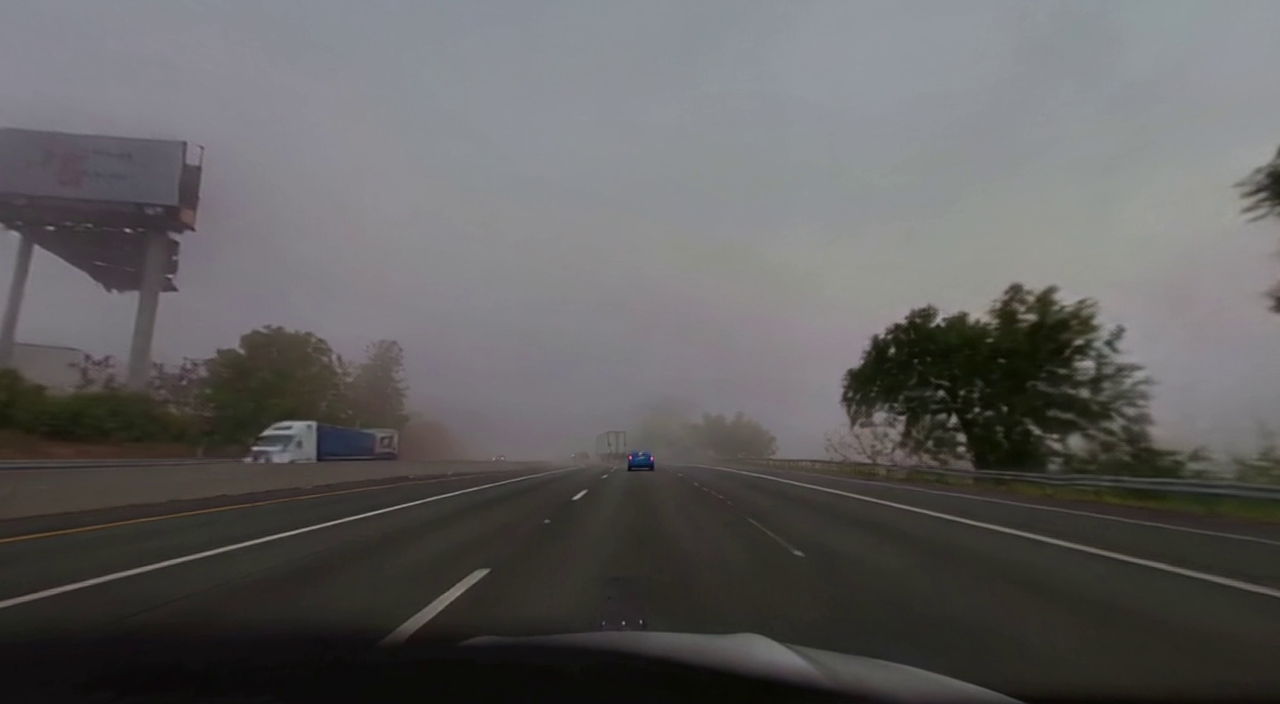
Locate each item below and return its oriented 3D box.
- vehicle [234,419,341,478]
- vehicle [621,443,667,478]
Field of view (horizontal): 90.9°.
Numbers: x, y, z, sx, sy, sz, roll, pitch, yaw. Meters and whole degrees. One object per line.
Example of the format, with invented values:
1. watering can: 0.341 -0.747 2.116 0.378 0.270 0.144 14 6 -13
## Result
1. vehicle: -25.325 7.003 45.985 3.016 3.920 8.421 0 -8 -1
2. vehicle: 0.107 5.155 30.196 2.042 1.528 4.300 0 -8 -2
